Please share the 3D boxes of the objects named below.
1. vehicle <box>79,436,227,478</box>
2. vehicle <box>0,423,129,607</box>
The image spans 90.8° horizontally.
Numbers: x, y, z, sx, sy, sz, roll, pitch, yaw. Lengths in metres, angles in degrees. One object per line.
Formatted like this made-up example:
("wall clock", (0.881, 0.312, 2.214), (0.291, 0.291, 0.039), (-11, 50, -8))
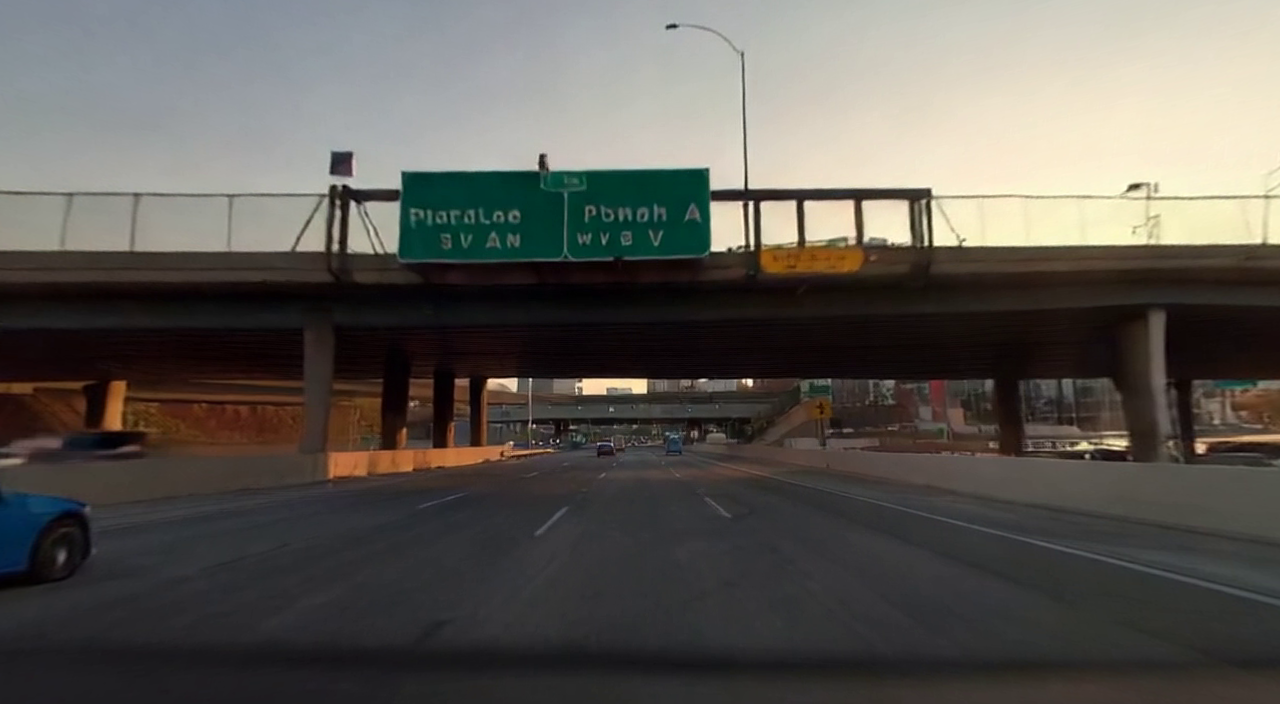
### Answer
("vehicle", (-19.577, 4.237, 25.730), (2.300, 1.517, 4.605), (0, -8, 1))
("vehicle", (-6.374, 1.242, 4.419), (1.990, 1.529, 4.288), (0, -8, 0))
